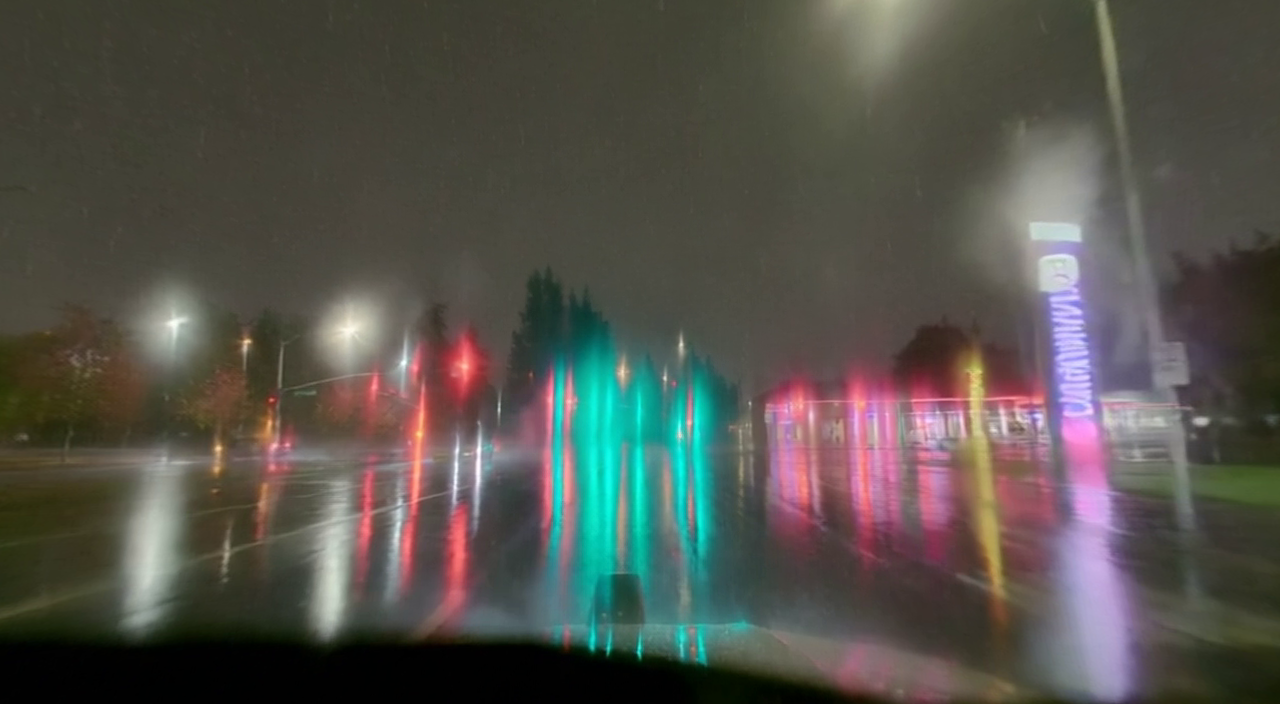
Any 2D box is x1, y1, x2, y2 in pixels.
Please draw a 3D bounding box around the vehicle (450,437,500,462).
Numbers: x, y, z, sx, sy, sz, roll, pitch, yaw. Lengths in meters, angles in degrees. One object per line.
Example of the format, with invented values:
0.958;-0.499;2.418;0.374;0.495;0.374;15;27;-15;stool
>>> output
-10.745;6.405;41.297;1.924;1.502;4.727;0;-9;1;vehicle
